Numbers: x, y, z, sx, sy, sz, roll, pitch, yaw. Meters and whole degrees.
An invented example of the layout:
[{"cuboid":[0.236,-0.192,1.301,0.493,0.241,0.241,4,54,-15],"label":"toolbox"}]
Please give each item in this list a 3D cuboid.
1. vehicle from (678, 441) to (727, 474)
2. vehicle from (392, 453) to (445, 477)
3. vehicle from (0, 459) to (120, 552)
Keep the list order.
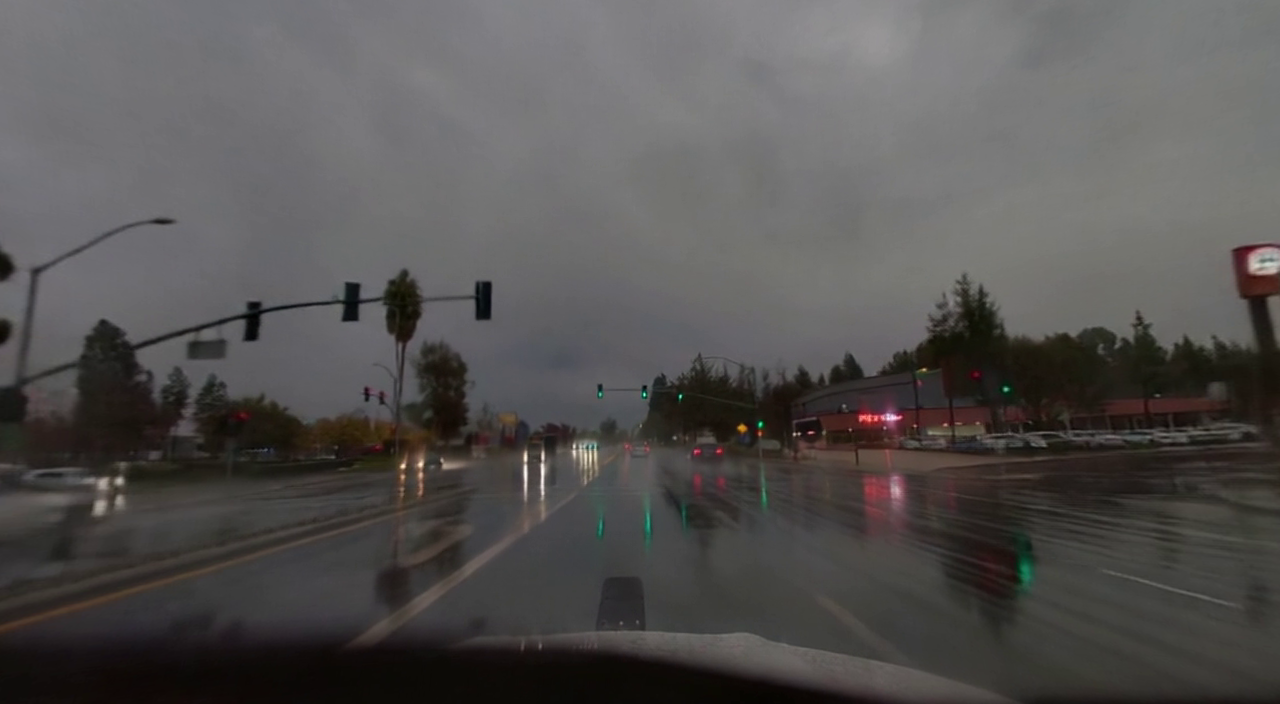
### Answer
[{"cuboid":[3.250,5.599,33.848,2.022,1.643,4.326,0,-8,-2],"label":"vehicle"},{"cuboid":[-15.486,7.901,44.461,2.086,1.483,4.418,0,-8,0],"label":"vehicle"},{"cuboid":[-11.626,2.607,10.630,1.891,1.481,4.533,0,-8,-1],"label":"vehicle"}]
